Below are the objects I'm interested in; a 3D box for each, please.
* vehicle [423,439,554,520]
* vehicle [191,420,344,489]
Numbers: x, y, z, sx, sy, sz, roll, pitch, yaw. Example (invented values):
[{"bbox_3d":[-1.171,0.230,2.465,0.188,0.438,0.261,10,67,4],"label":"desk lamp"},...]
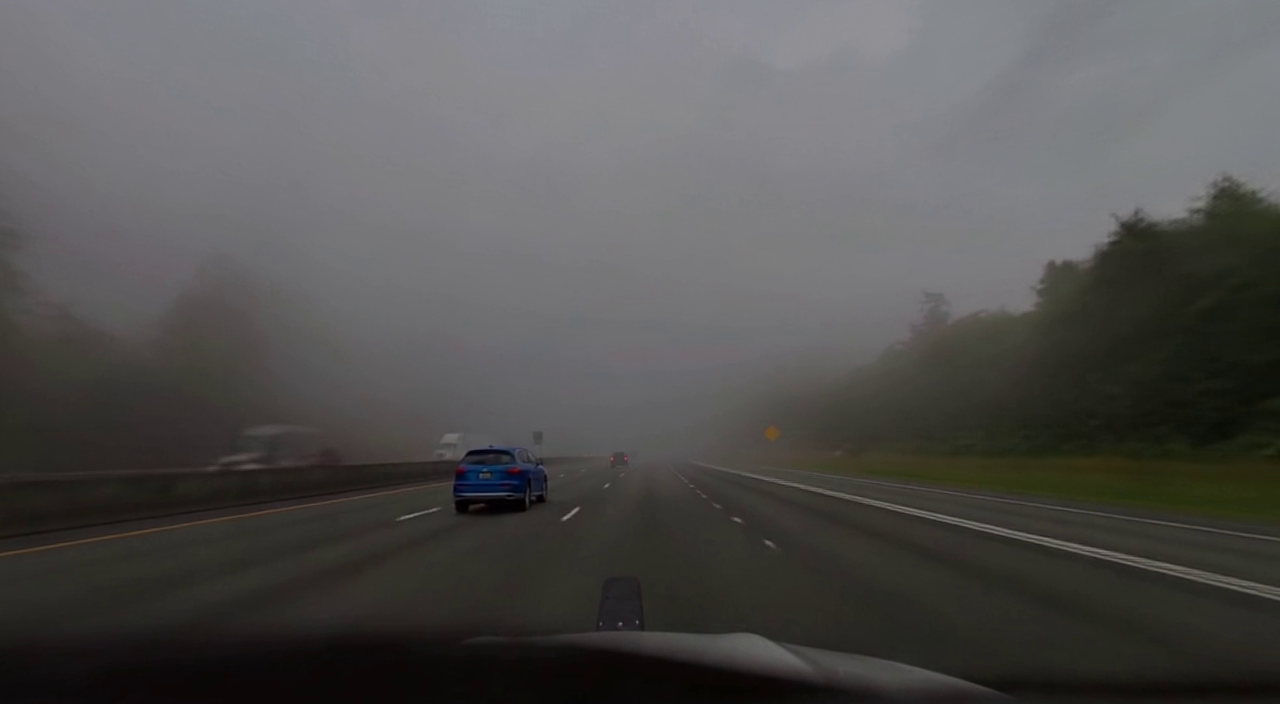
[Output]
[{"bbox_3d":[-3.395,2.930,15.057,2.016,1.623,4.126,0,-9,1],"label":"vehicle"},{"bbox_3d":[-17.949,5.025,31.141,2.612,2.928,7.459,-1,-9,3],"label":"vehicle"}]
